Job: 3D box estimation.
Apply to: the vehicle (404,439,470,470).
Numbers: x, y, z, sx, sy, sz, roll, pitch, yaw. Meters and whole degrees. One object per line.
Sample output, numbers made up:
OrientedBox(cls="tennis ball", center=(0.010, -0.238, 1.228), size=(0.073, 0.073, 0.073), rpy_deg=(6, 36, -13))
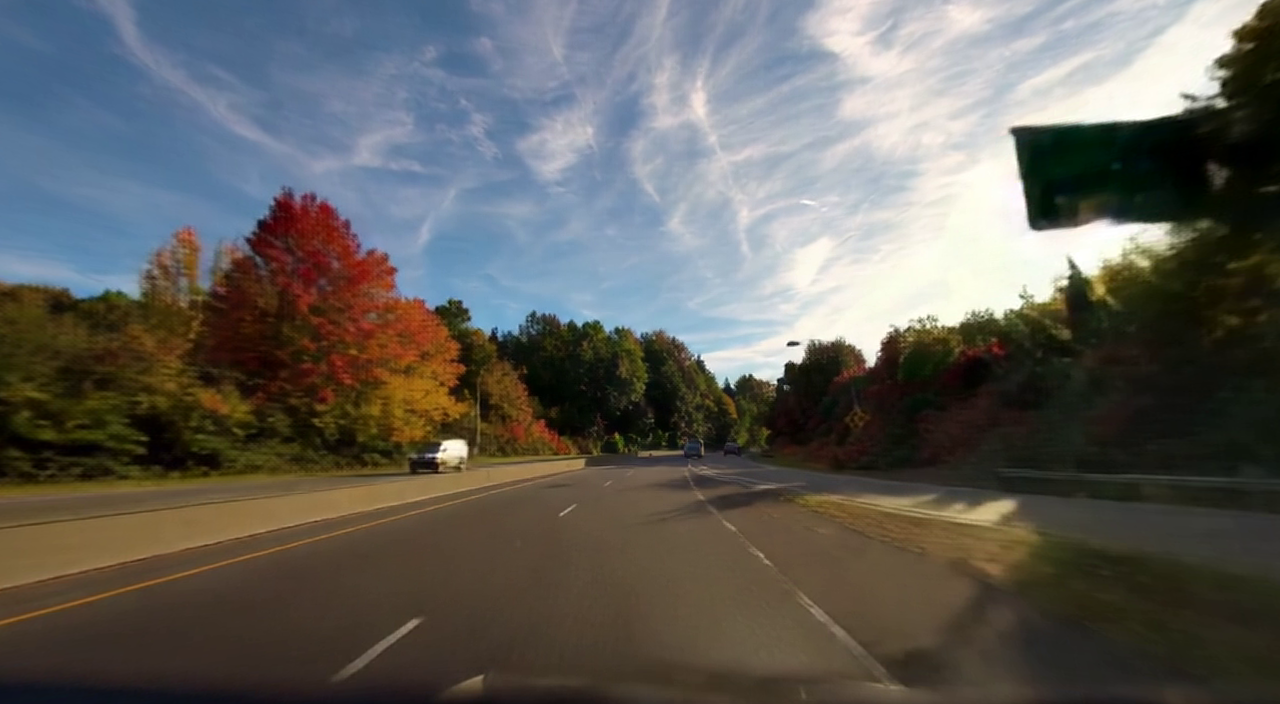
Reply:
OrientedBox(cls="vehicle", center=(-13.382, 6.803, 41.728), size=(2.089, 1.939, 5.262), rpy_deg=(-1, -9, 7))
